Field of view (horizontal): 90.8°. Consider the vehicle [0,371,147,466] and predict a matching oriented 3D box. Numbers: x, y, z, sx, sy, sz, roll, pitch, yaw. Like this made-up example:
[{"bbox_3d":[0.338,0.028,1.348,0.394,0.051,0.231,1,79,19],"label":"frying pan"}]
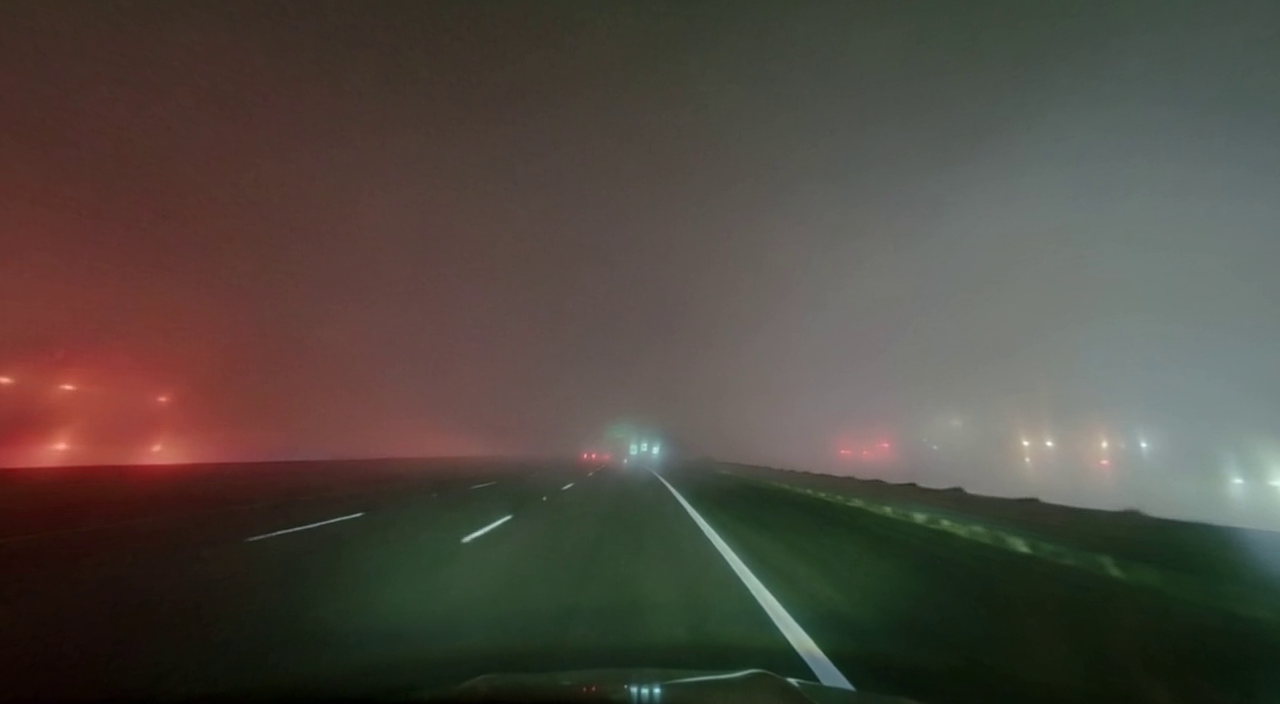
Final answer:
[{"bbox_3d":[-28.978,3.019,28.079,3.136,3.996,13.881,0,-9,-2],"label":"vehicle"}]
